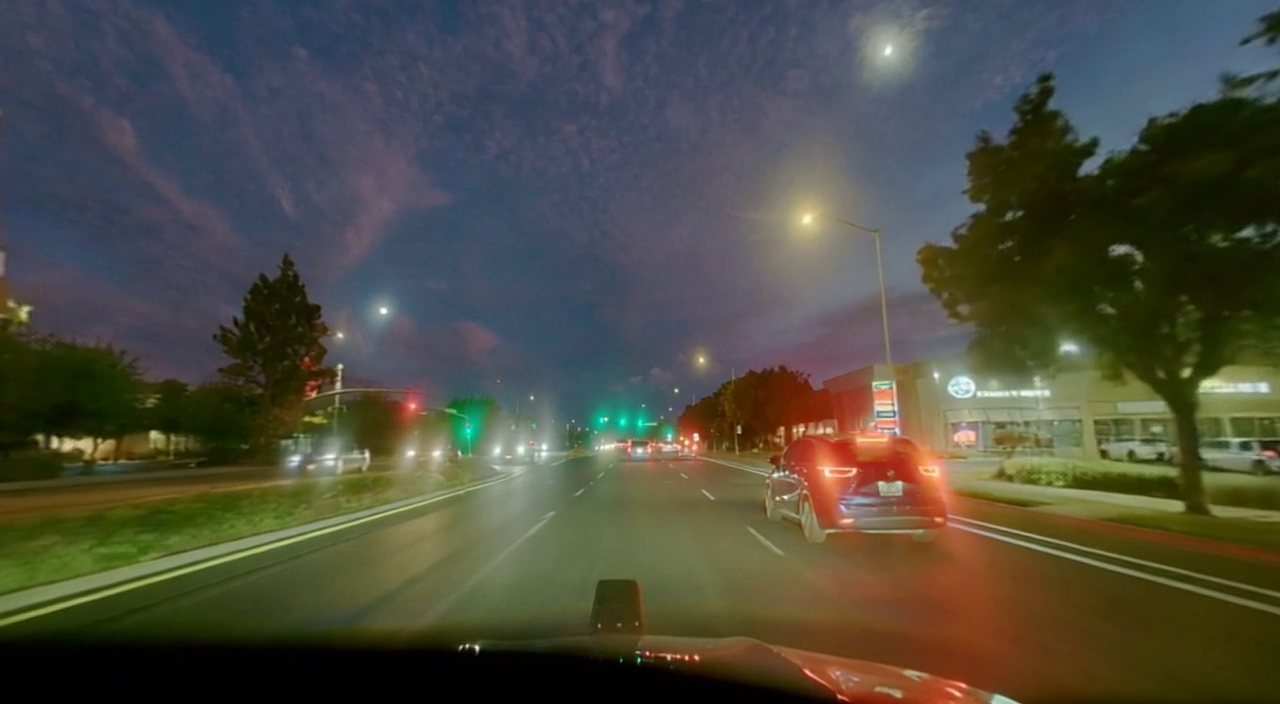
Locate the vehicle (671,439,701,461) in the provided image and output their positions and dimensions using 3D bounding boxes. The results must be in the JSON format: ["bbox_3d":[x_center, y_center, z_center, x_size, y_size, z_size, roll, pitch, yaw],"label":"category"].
[{"bbox_3d":[3.549,7.685,49.506,2.085,1.668,4.077,0,-9,0],"label":"vehicle"}]

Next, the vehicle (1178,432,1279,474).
[{"bbox_3d":[25.670,4.242,26.651,1.924,1.595,4.372,0,-9,-2],"label":"vehicle"}]

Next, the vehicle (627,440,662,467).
[{"bbox_3d":[0.217,6.134,38.385,2.023,1.532,3.891,0,-9,-1],"label":"vehicle"}]

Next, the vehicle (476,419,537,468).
[{"bbox_3d":[-7.406,5.172,35.767,2.334,2.525,5.893,0,-8,-2],"label":"vehicle"}]

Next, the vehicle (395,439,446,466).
[{"bbox_3d":[-14.144,6.475,40.894,1.847,1.624,3.927,0,-9,1],"label":"vehicle"}]

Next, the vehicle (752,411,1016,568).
[{"bbox_3d":[3.036,1.816,9.094,1.969,1.682,4.387,0,-9,-1],"label":"vehicle"}]

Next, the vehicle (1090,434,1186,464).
[{"bbox_3d":[31.406,6.151,40.057,1.980,1.792,4.850,0,-9,-1],"label":"vehicle"}]
